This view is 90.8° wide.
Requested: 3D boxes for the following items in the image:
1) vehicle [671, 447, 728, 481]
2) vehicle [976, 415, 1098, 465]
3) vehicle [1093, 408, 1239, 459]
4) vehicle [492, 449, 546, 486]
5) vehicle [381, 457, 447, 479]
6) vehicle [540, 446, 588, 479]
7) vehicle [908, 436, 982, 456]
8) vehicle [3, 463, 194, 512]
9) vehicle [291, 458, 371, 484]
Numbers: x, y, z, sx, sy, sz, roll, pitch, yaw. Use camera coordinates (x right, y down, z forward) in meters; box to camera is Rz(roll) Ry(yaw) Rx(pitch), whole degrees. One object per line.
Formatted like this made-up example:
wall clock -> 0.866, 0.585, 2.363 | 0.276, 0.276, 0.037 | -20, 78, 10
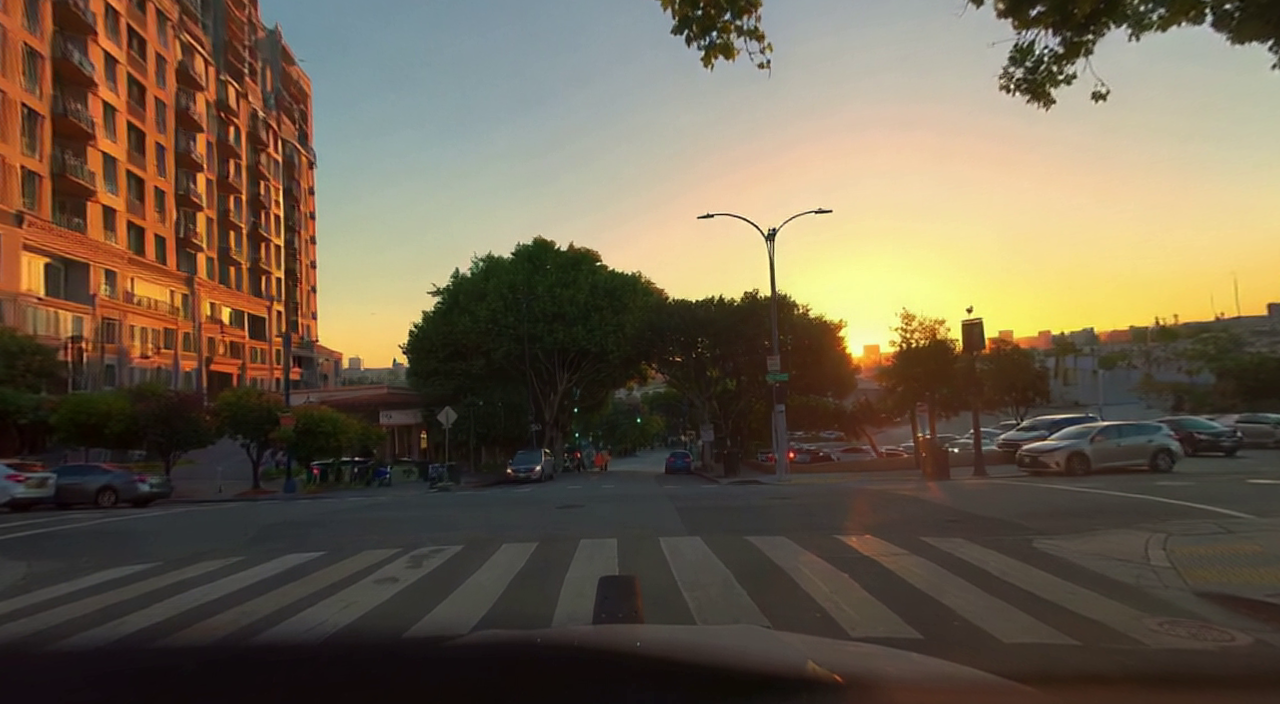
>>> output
vehicle -> 3.216, 5.884, 33.478 | 1.942, 1.603, 3.785 | -1, -8, 23
vehicle -> 16.744, 3.813, 27.000 | 2.041, 1.921, 4.574 | 0, -9, -2
vehicle -> 22.305, 3.556, 27.148 | 2.137, 1.962, 4.988 | -1, -9, 3
vehicle -> -7.615, 7.282, 40.251 | 2.193, 1.814, 5.061 | -9, -9, 0
vehicle -> -16.916, 8.696, 47.360 | 4.203, 1.544, 1.889 | 0, -8, 1
vehicle -> -4.464, 6.574, 37.689 | 2.102, 1.768, 4.290 | -2, -9, 2
vehicle -> 23.015, 7.126, 47.772 | 4.528, 1.475, 2.070 | 0, -9, 3
vehicle -> -17.315, 4.334, 20.374 | 4.439, 1.448, 1.793 | 0, -9, 0
vehicle -> -23.185, 8.922, 47.503 | 4.844, 1.836, 2.117 | -1, -8, 5
